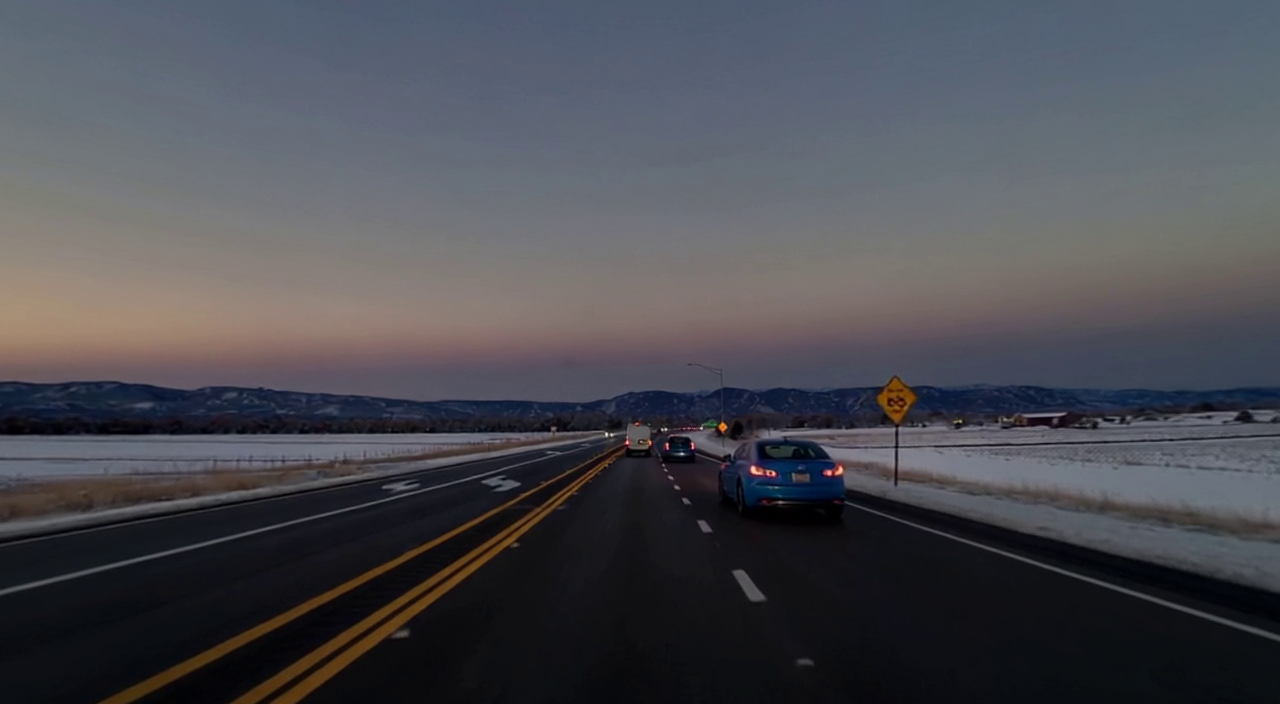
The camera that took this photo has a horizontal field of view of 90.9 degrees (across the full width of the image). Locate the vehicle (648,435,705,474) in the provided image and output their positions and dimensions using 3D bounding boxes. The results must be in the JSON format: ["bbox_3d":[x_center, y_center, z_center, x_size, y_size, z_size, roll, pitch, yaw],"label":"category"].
[{"bbox_3d":[1.444,4.313,26.760,2.026,1.531,4.273,0,-8,-2],"label":"vehicle"}]

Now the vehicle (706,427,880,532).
[{"bbox_3d":[2.474,2.178,11.349,2.007,1.534,3.976,0,-8,-2],"label":"vehicle"}]
